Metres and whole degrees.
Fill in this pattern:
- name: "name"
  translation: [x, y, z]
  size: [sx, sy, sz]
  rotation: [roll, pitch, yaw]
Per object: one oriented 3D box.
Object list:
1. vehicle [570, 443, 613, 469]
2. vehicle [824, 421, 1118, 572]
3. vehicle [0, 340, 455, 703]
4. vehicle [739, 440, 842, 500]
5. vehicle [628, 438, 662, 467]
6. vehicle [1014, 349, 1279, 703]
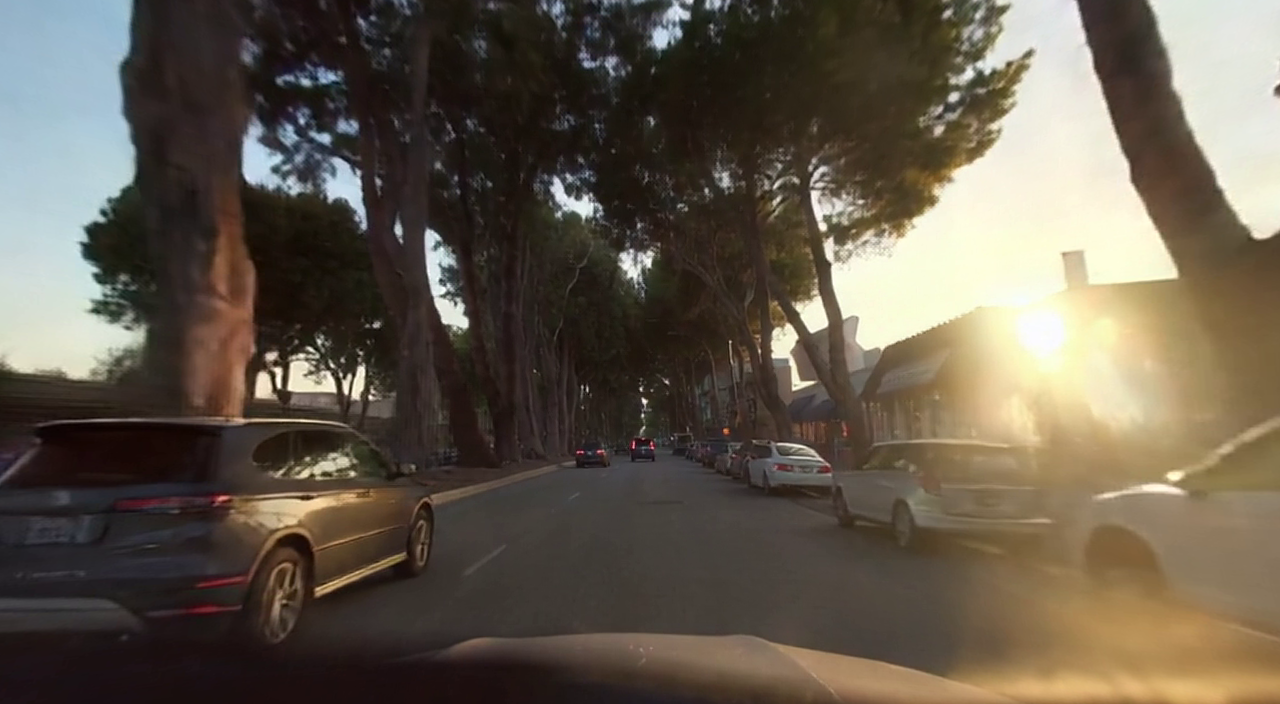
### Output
- name: "vehicle"
  translation: [-2.845, 6.230, 38.040]
  size: [2.151, 1.484, 4.468]
  rotation: [0, -8, 1]
- name: "vehicle"
  translation: [4.325, 1.927, 9.186]
  size: [1.940, 1.669, 4.142]
  rotation: [0, -8, -1]
- name: "vehicle"
  translation: [-3.216, 1.144, 4.620]
  size: [2.186, 1.708, 4.746]
  rotation: [0, -8, 1]
- name: "vehicle"
  translation: [4.236, 3.369, 18.471]
  size: [1.887, 1.517, 4.257]
  rotation: [0, -8, -1]
- name: "vehicle"
  translation: [0.315, 6.528, 41.096]
  size: [2.075, 1.770, 4.018]
  rotation: [0, -8, 0]
- name: "vehicle"
  translation: [4.131, 0.850, 2.709]
  size: [2.068, 1.809, 4.889]
  rotation: [0, -8, 1]
